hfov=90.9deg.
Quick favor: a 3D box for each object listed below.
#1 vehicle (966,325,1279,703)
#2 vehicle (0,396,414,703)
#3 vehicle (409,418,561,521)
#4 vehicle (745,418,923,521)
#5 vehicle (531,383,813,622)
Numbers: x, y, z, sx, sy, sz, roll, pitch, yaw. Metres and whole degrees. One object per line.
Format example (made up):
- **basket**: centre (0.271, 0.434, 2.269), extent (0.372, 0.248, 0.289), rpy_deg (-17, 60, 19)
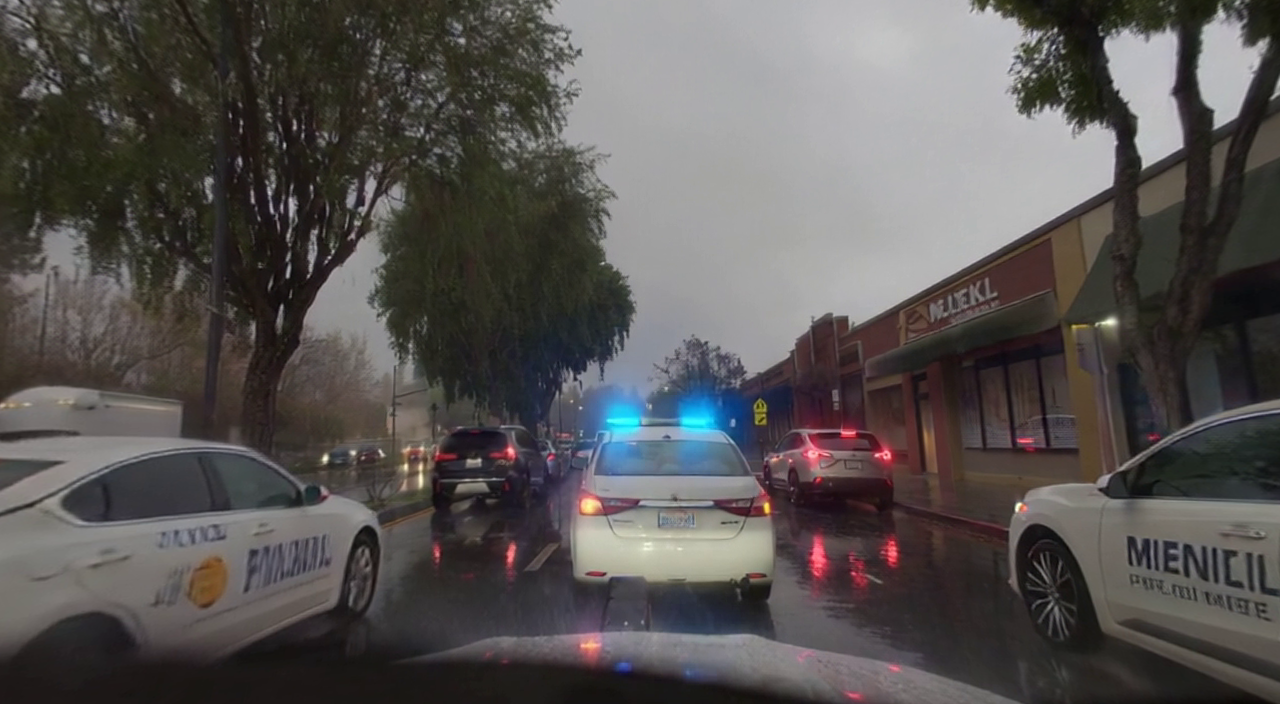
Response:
- **vehicle**: centre (4.007, 0.895, 3.219), extent (1.987, 1.877, 5.330), rpy_deg (2, -8, 2)
- **vehicle**: centre (-2.952, 1.096, 3.412), extent (1.908, 1.474, 4.257), rpy_deg (0, -8, -1)
- **vehicle**: centre (-3.040, 2.425, 13.497), extent (2.135, 1.806, 4.514), rpy_deg (0, -8, -1)
- **vehicle**: centre (4.056, 2.577, 14.503), extent (2.038, 1.865, 5.786), rpy_deg (0, -8, -2)
- **vehicle**: centre (0.222, 1.410, 6.758), extent (2.075, 1.770, 4.018), rpy_deg (0, -8, -1)
